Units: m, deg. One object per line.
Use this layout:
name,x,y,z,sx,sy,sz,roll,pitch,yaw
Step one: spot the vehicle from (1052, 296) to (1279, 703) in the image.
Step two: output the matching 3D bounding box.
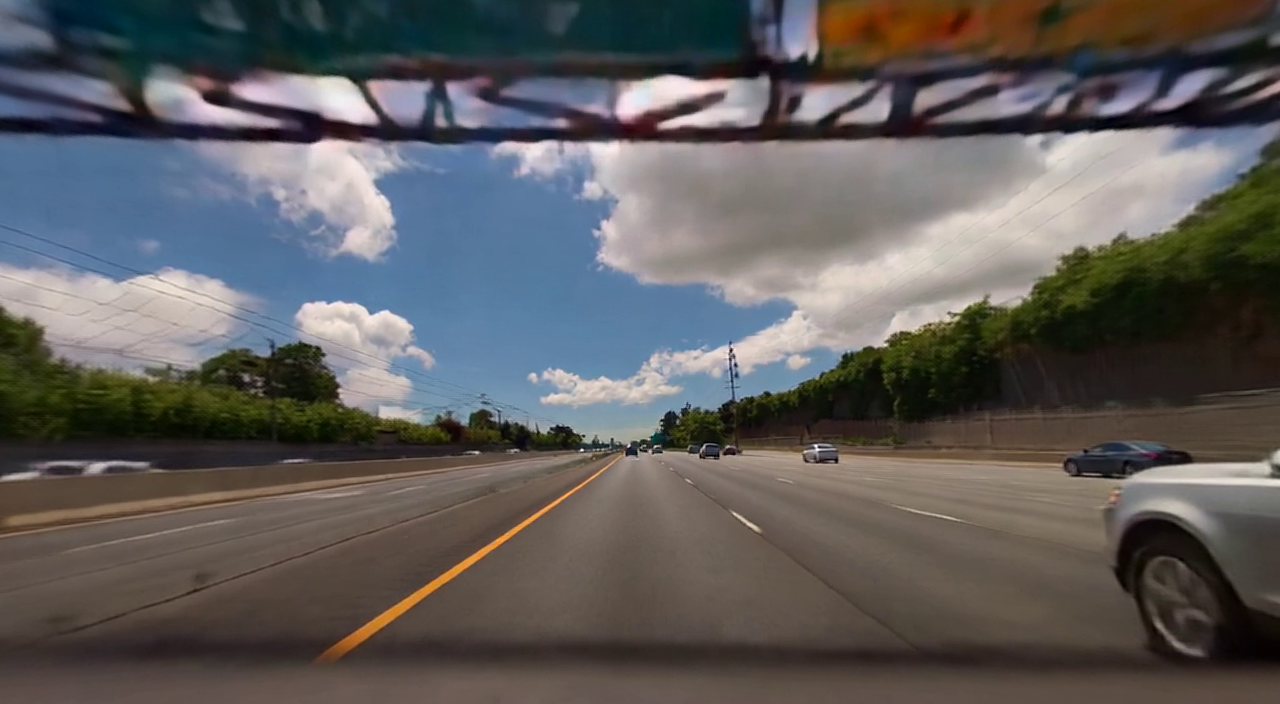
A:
vehicle,3.564,0.534,1.190,2.207,1.850,4.875,0,-9,0
